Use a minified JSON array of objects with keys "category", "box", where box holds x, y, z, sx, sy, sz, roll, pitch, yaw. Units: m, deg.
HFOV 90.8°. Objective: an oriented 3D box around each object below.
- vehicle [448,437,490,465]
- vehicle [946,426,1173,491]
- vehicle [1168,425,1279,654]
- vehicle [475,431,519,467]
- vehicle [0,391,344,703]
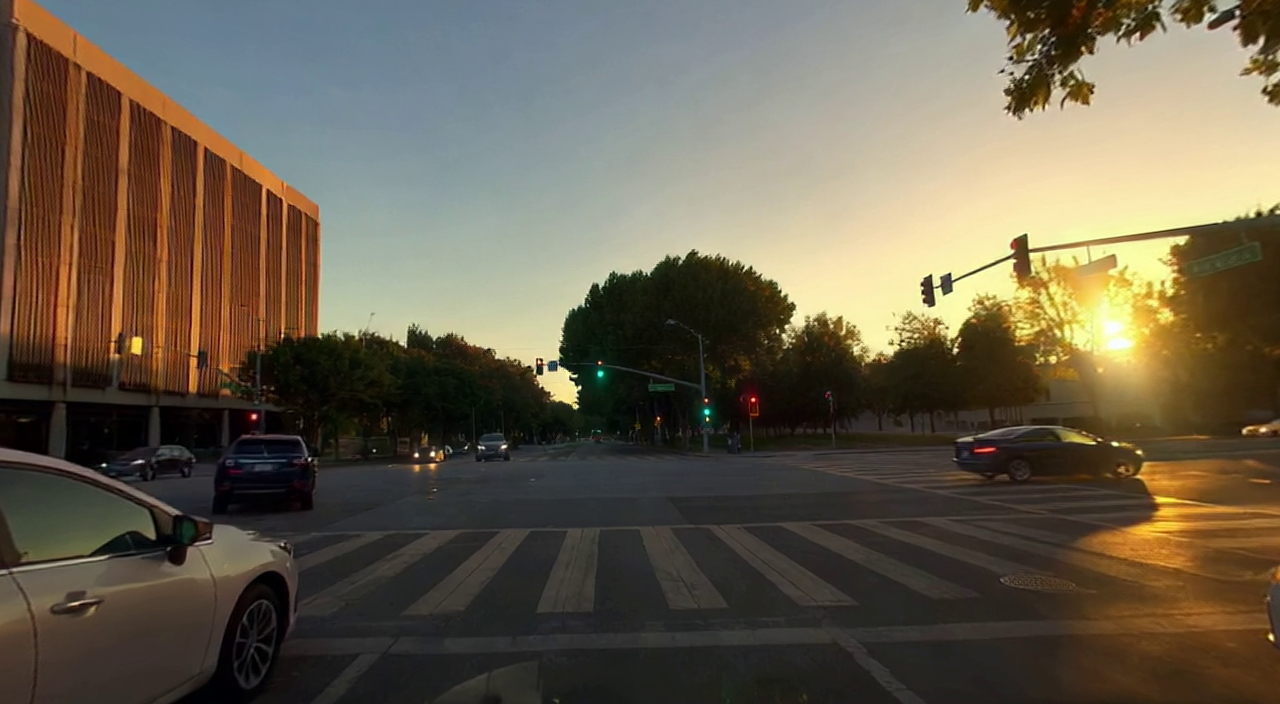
[{"category":"vehicle","box":[-12.804,7.415,47.518,2.051,1.715,4.346,-3,-6,-1]},{"category":"vehicle","box":[10.816,2.776,16.715,4.536,1.557,1.875,-2,-7,14]},{"category":"vehicle","box":[4.939,0.983,2.568,1.949,1.449,4.530,-1,-8,5]},{"category":"vehicle","box":[-7.956,5.436,35.435,2.109,1.871,4.778,1,-8,-10]},{"category":"vehicle","box":[-3.073,0.890,2.164,1.919,1.478,4.720,0,-8,-1]}]
